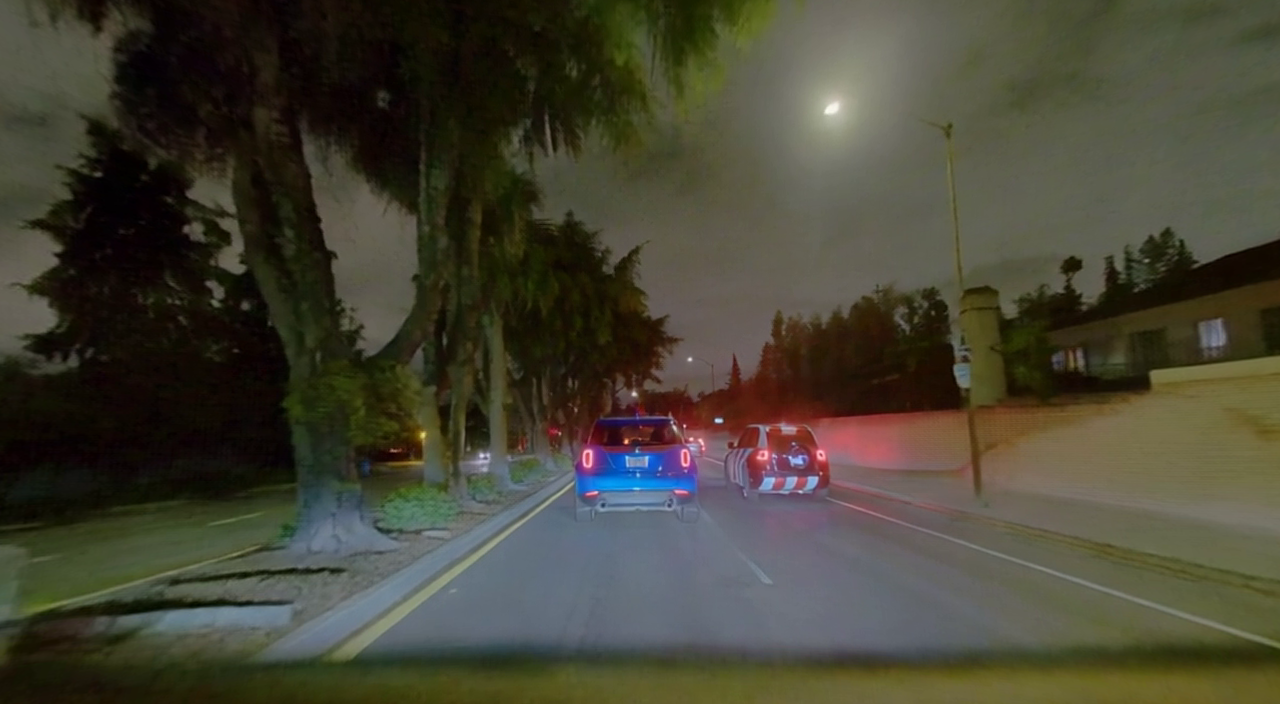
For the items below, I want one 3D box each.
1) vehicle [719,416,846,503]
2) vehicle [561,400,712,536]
[{"bbox_3d":[3.087,2.437,14.626,1.840,1.709,4.202,0,-8,-2],"label":"vehicle"},{"bbox_3d":[-0.102,1.758,9.928,1.984,1.777,3.148,0,-8,-2],"label":"vehicle"}]
